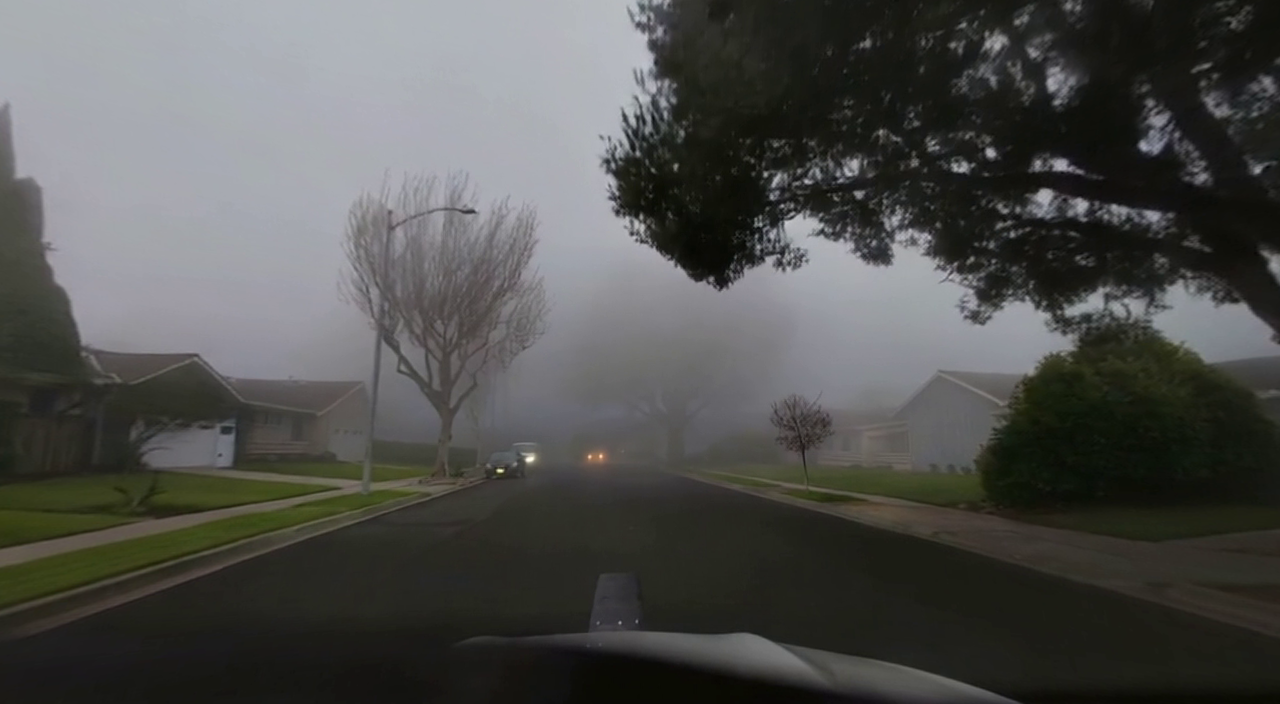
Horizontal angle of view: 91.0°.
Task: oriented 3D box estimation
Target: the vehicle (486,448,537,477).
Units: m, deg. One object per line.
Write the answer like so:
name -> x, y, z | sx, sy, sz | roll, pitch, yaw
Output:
vehicle -> -6.728, 5.801, 33.262 | 2.017, 1.397, 4.004 | 1, -9, -3
